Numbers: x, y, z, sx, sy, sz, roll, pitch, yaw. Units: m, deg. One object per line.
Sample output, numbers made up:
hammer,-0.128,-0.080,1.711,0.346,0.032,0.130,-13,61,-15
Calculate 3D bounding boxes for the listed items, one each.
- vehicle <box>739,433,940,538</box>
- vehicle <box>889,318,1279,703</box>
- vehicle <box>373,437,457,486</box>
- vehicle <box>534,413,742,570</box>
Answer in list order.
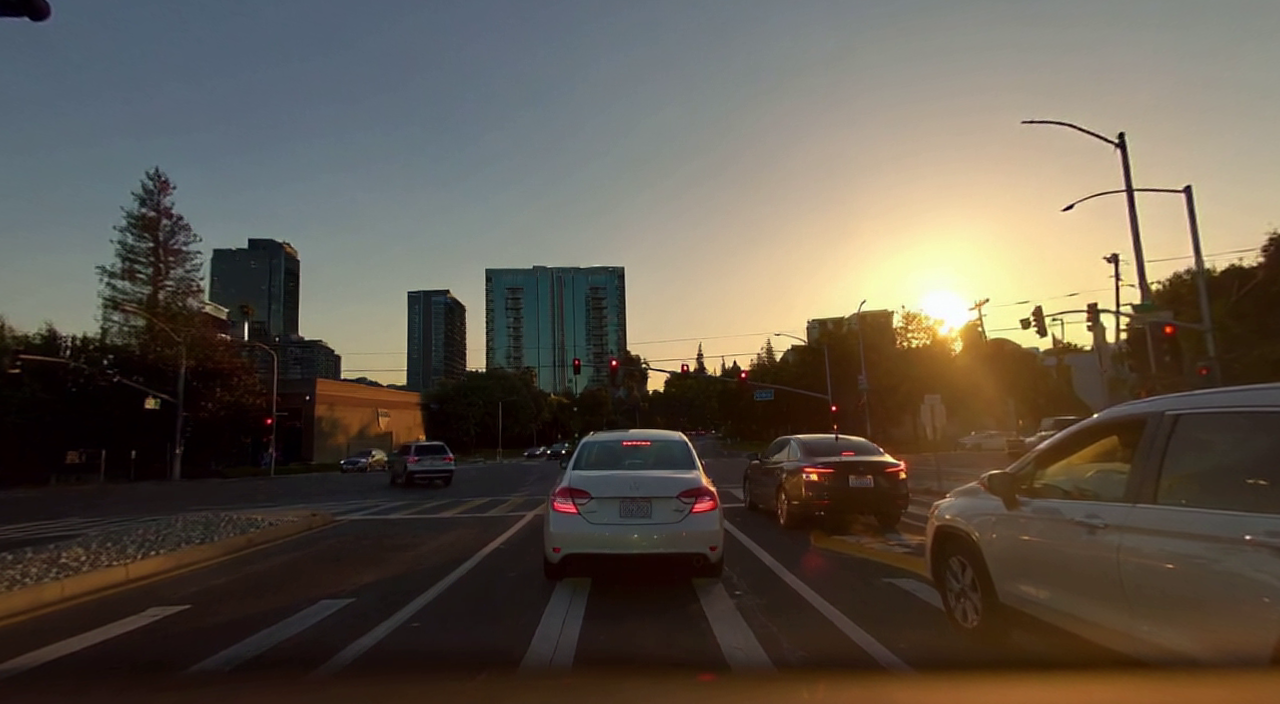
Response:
vehicle,3.153,2.202,11.125,2.001,1.463,4.398,0,-8,-2
vehicle,3.007,0.860,2.649,2.103,1.701,4.294,0,-8,-1
vehicle,-9.484,4.527,26.446,2.021,1.837,4.448,6,-11,-36
vehicle,-0.069,1.775,8.742,2.188,1.637,4.027,0,-8,-2
